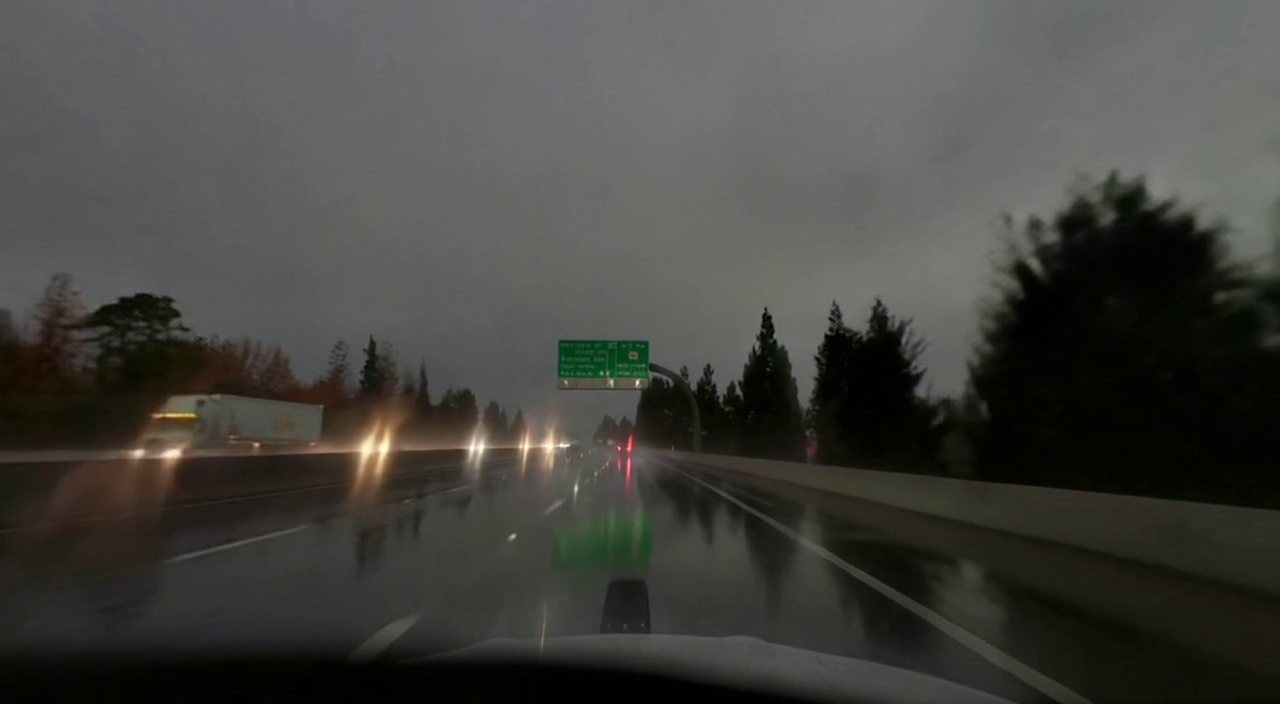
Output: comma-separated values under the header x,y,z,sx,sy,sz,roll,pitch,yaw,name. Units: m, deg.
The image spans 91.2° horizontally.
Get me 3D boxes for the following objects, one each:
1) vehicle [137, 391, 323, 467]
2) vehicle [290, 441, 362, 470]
x,y,z,sx,sy,sz,roll,pitch,yaw,name
-25.437,5.170,40.557,2.832,4.001,14.137,0,-9,-1,vehicle
-17.772,5.856,35.785,1.844,1.527,4.384,0,-9,-1,vehicle
